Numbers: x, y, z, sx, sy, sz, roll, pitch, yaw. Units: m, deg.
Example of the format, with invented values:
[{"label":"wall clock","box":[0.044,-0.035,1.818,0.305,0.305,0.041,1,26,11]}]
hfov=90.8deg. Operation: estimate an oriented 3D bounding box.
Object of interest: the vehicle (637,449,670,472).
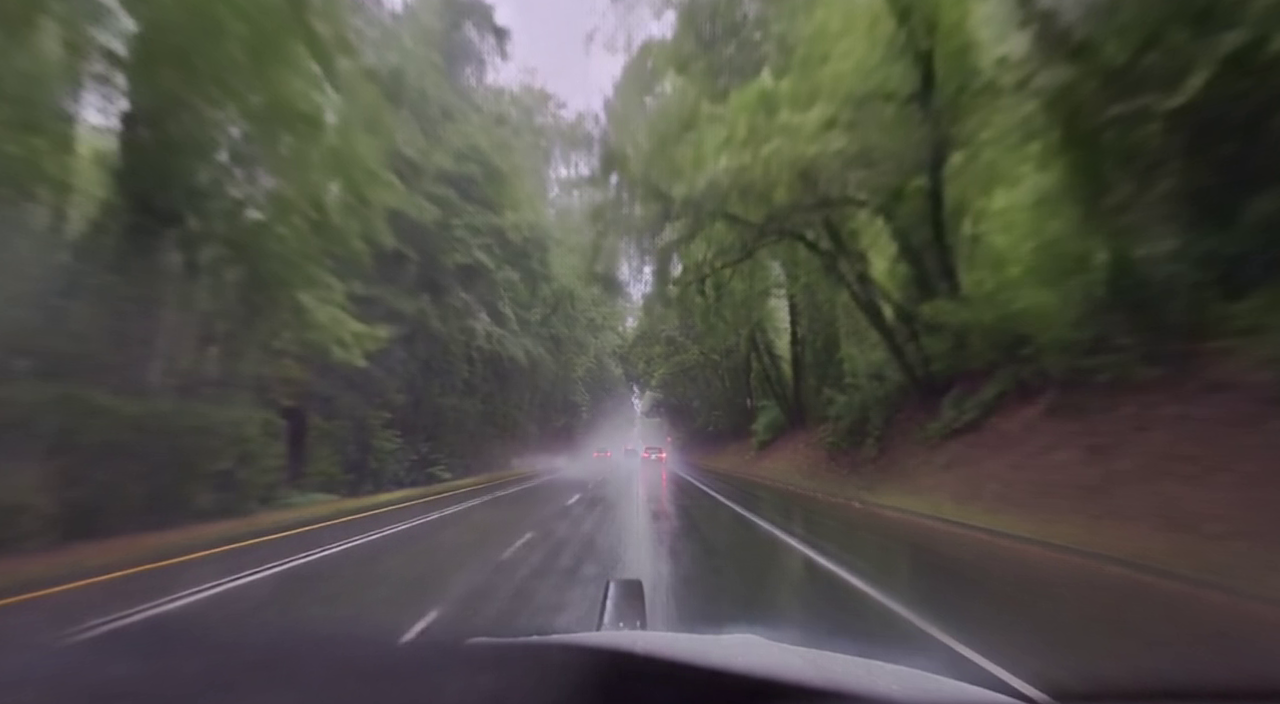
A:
[{"label":"vehicle","box":[0.858,7.266,42.404,2.046,1.452,4.407,0,-9,-1]}]
